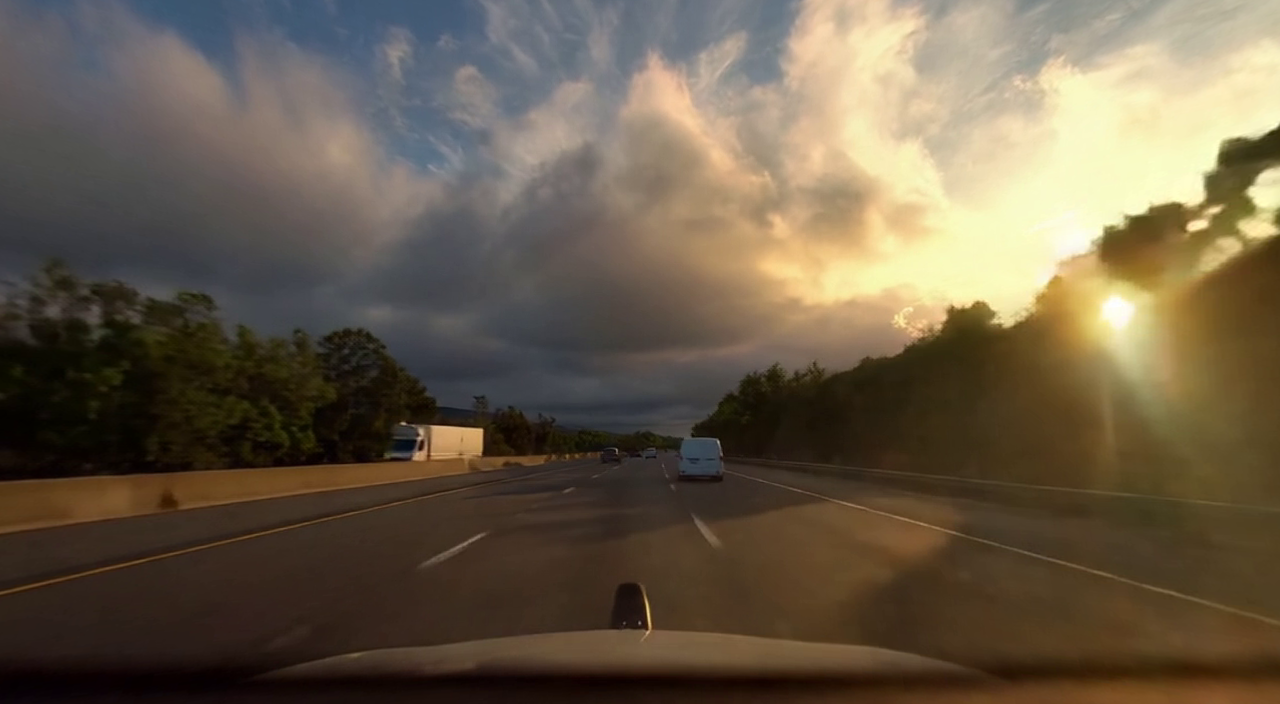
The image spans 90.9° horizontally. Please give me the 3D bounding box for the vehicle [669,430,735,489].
[{"bbox_3d":[2.279,4.151,24.593,2.219,2.033,4.911,-1,-9,2],"label":"vehicle"}]
